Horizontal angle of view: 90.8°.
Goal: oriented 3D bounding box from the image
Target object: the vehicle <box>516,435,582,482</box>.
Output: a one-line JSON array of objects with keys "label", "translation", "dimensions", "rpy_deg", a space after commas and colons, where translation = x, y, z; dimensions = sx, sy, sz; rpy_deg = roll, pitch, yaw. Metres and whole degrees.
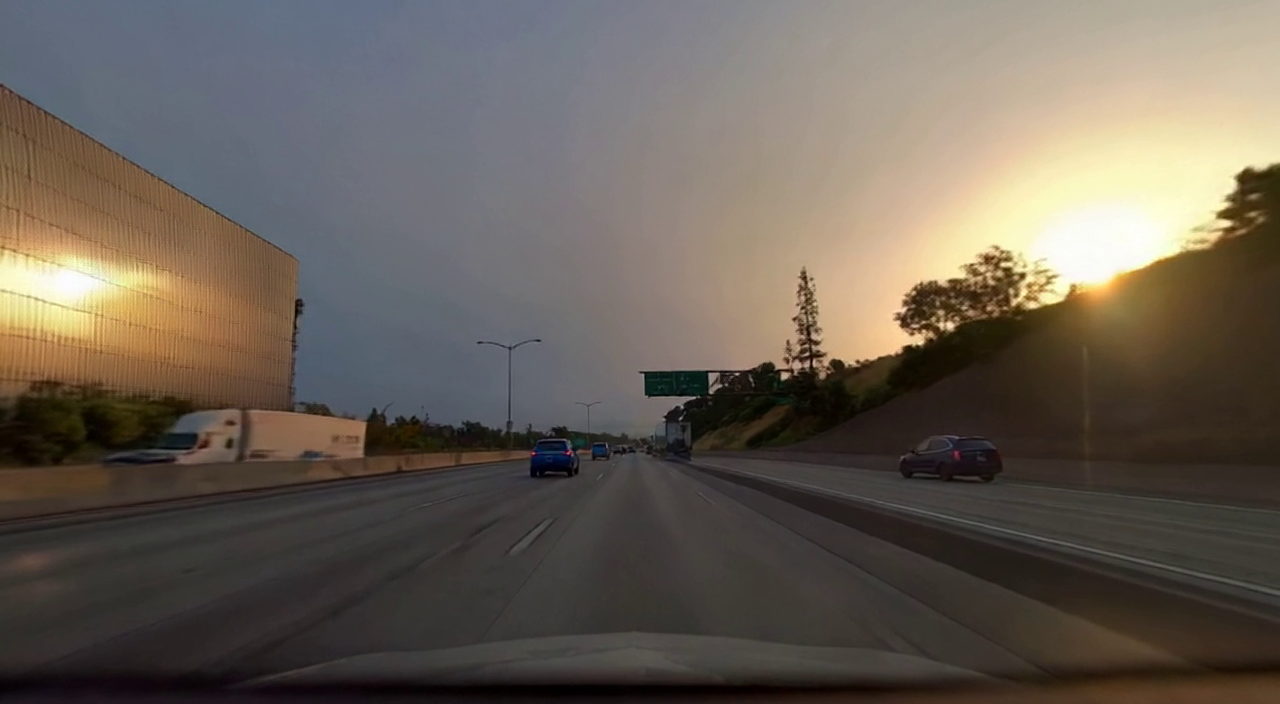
[{"label": "vehicle", "translation": [-3.557, 4.253, 25.497], "dimensions": [2.039, 1.710, 4.237], "rpy_deg": [0, -9, 0]}]

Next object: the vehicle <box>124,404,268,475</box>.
[{"label": "vehicle", "translation": [-26.682, 5.399, 38.636], "dimensions": [2.993, 3.848, 7.864], "rpy_deg": [0, -9, 0]}]

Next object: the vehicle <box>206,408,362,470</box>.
[{"label": "vehicle", "translation": [-26.741, 6.916, 49.266], "dimensions": [2.832, 4.056, 16.318], "rpy_deg": [0, -9, 0]}]

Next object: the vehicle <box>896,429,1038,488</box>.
[{"label": "vehicle", "translation": [11.093, 3.667, 21.997], "dimensions": [2.089, 1.787, 5.080], "rpy_deg": [0, -9, -1]}]
